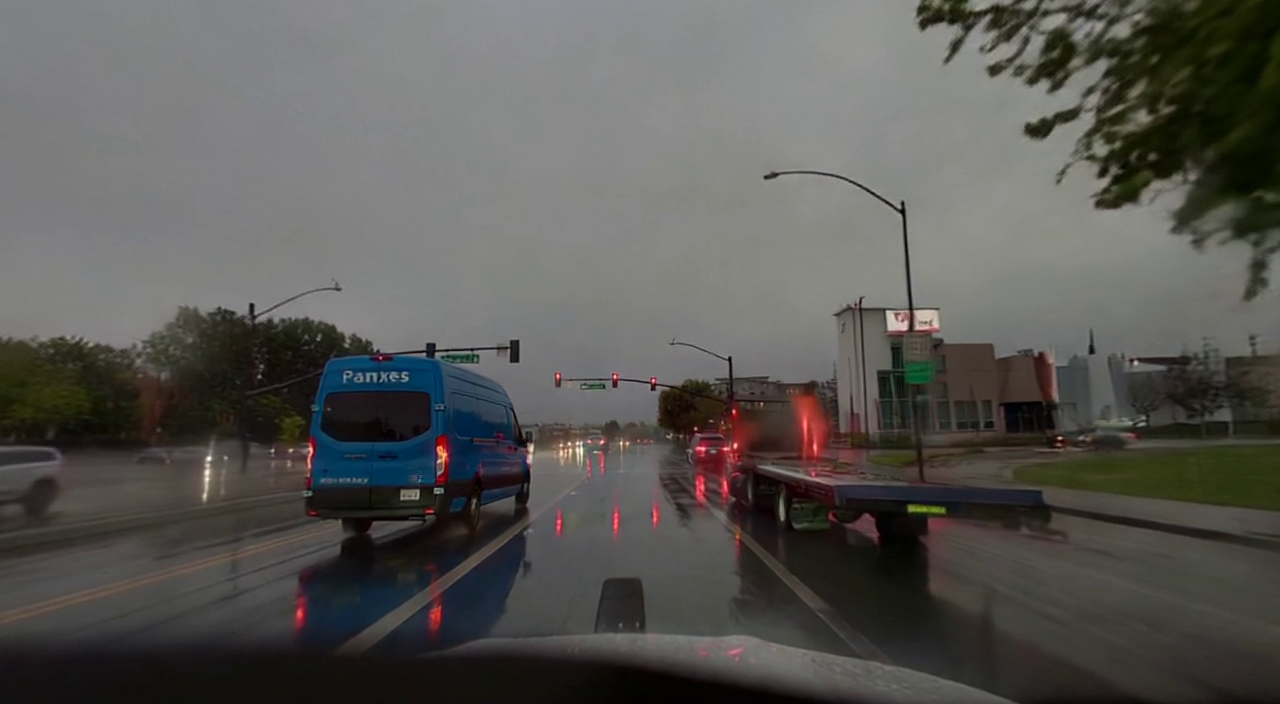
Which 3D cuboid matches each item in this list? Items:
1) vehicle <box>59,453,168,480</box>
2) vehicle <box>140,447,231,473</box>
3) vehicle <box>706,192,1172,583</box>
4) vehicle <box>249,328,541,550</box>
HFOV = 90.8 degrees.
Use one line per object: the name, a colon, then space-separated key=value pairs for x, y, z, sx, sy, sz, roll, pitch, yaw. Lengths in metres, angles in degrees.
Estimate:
vehicle: x=-31.131 y=6.764 z=37.523 sx=4.535 sy=1.467 sz=2.021 roll=4 pitch=-9 yaw=-27
vehicle: x=-31.092 y=7.405 z=43.381 sx=4.811 sy=1.675 sz=1.875 roll=5 pitch=-10 yaw=-30
vehicle: x=3.113 y=0.977 z=10.576 sx=2.861 sy=3.525 sz=9.858 roll=0 pitch=-9 yaw=-1
vehicle: x=-3.592 y=1.567 z=11.272 sx=2.443 sy=2.784 sz=6.493 roll=0 pitch=-9 yaw=1
